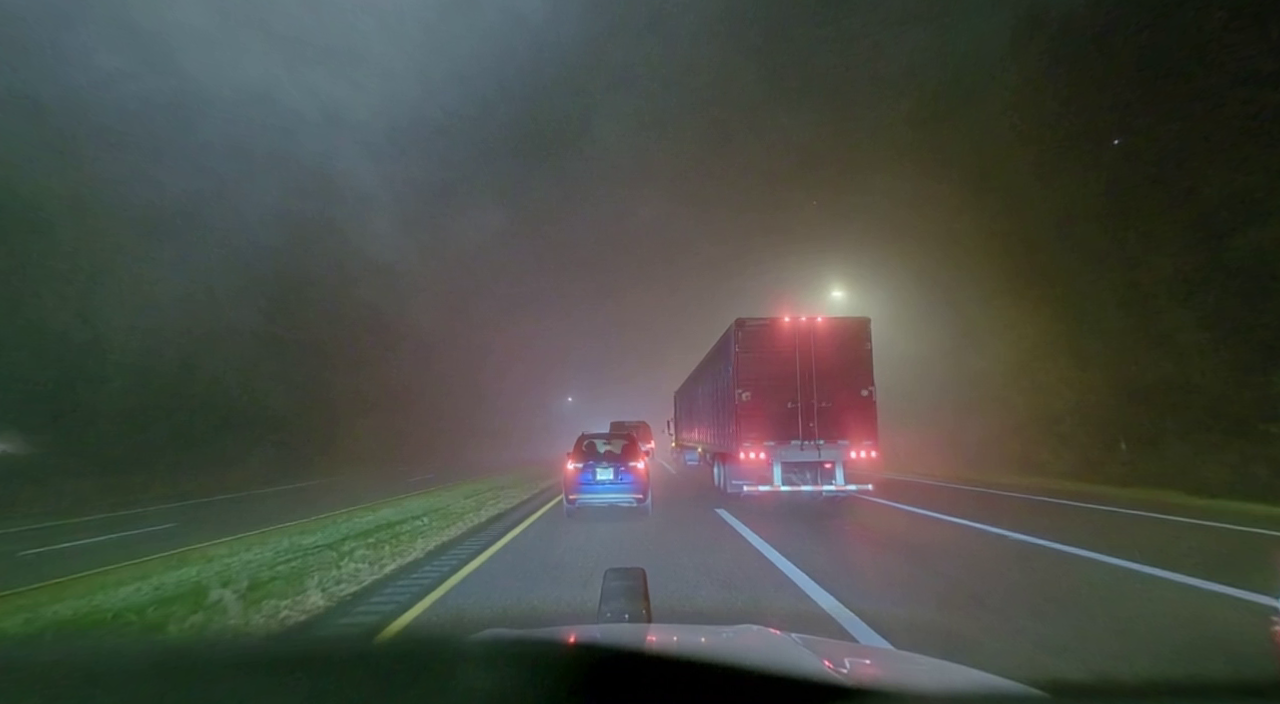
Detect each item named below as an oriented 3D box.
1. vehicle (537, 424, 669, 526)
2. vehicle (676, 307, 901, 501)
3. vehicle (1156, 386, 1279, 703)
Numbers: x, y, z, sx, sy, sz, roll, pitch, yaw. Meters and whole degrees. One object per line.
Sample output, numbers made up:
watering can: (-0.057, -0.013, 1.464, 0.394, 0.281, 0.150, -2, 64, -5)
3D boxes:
vehicle: (-0.582, 2.181, 11.706, 2.009, 1.554, 4.013, 0, -8, 0)
vehicle: (3.735, 2.311, 22.267, 3.591, 4.290, 16.696, 0, -8, -1)
vehicle: (3.546, 0.635, 0.701, 1.960, 1.515, 4.713, 0, -8, 0)
